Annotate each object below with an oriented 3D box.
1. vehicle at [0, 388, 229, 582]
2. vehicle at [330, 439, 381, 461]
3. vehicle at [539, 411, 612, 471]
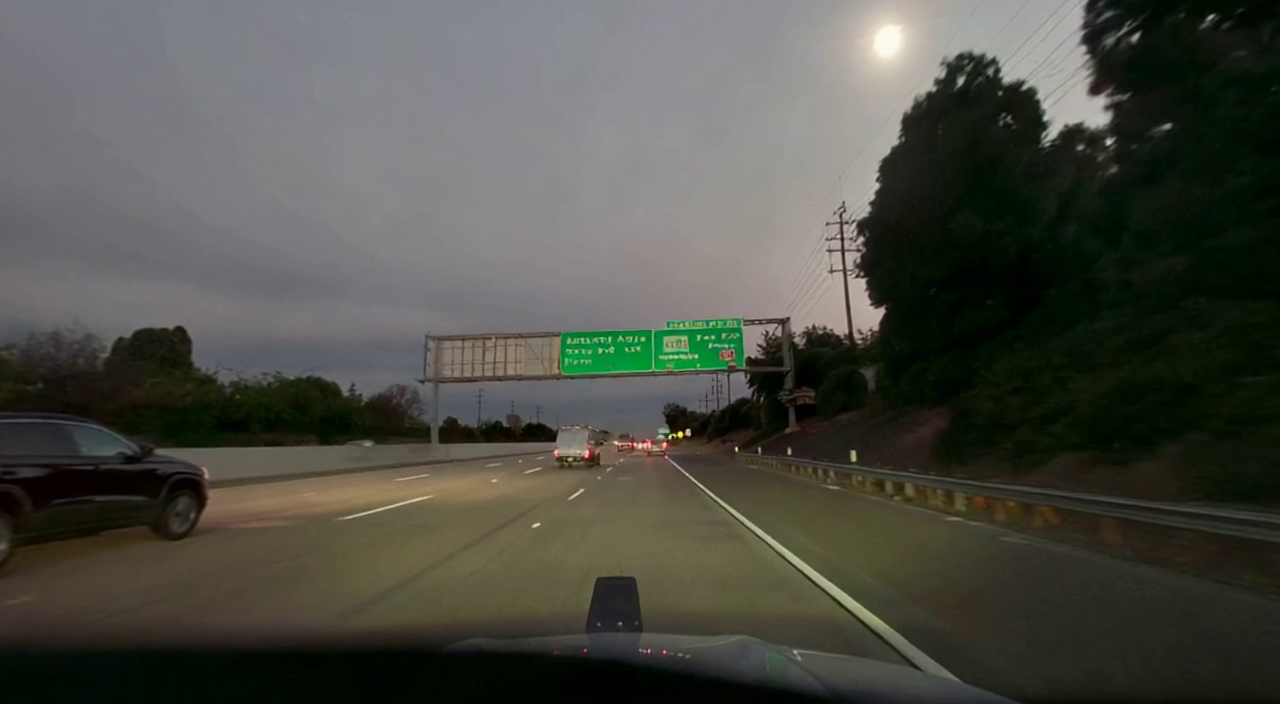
[{"bbox_3d":[-7.410,1.413,6.887,2.192,1.893,5.330,0,-9,0],"label":"vehicle"},{"bbox_3d":[-21.017,7.261,46.717,1.771,1.517,4.056,0,-9,2],"label":"vehicle"},{"bbox_3d":[-3.341,5.052,35.361,2.915,2.885,9.394,0,-9,1],"label":"vehicle"}]
